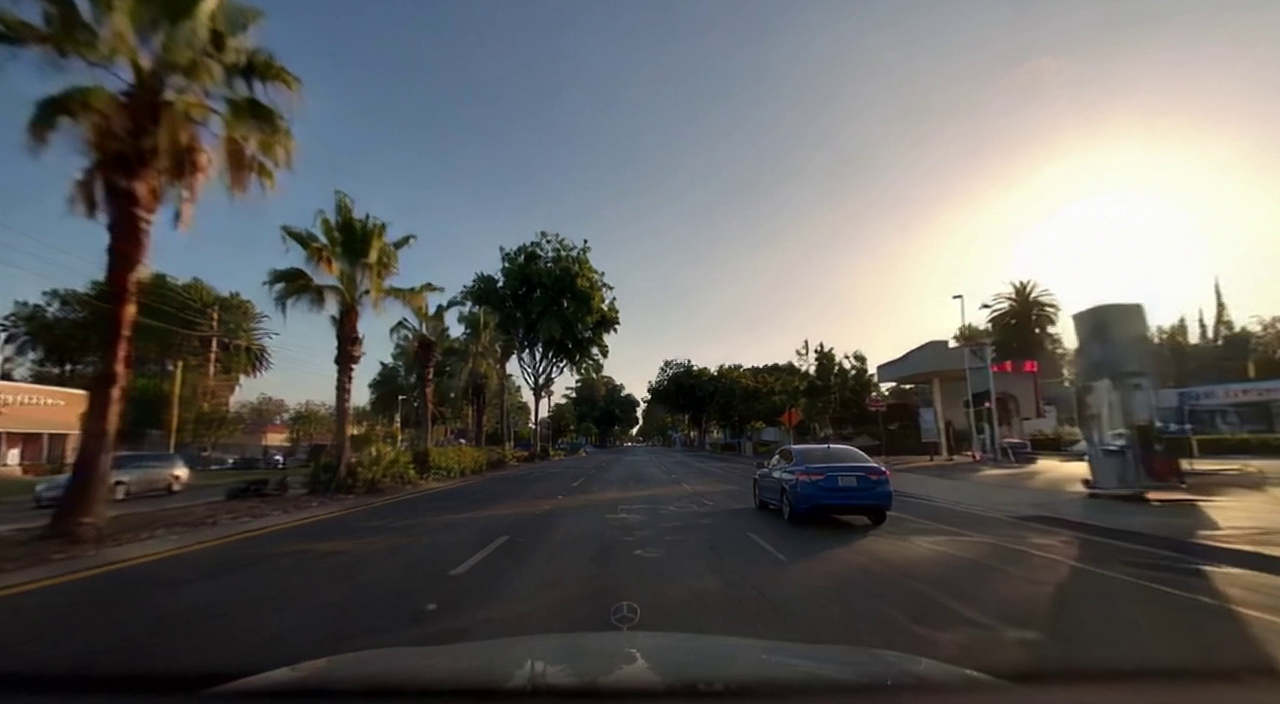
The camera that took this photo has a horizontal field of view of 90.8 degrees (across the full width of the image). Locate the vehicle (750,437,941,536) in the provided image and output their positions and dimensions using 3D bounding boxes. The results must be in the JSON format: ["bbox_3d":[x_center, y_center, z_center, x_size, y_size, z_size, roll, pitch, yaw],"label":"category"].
[{"bbox_3d":[3.406,2.297,11.508,1.978,1.442,4.262,0,-8,-1],"label":"vehicle"}]

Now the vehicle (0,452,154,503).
[{"bbox_3d":[-19.590,4.244,21.803,1.892,1.481,4.694,0,-8,0],"label":"vehicle"}]
